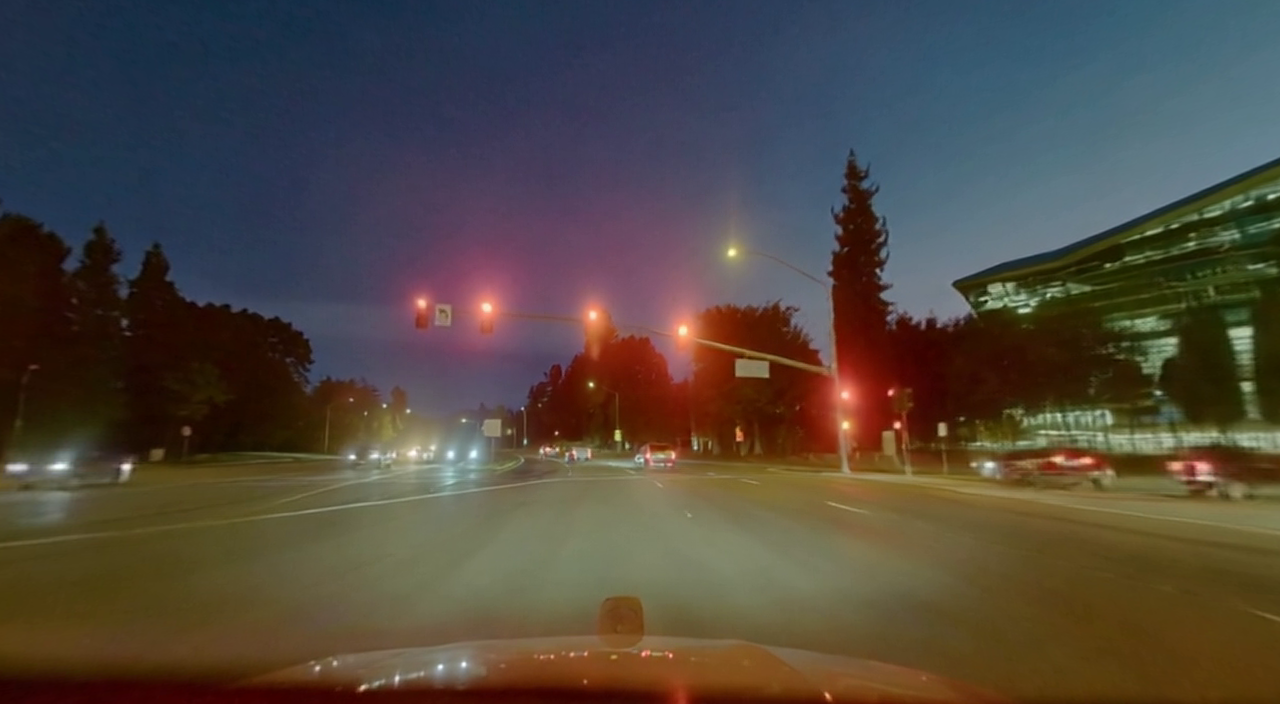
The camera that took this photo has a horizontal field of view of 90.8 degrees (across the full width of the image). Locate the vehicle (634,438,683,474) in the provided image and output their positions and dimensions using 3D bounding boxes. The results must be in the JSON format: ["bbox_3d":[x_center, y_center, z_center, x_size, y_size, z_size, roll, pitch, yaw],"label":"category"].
[{"bbox_3d":[0.907,5.441,33.245,2.024,1.724,3.928,1,-9,-7],"label":"vehicle"}]

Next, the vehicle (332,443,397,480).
[{"bbox_3d":[-14.018,5.546,32.437,1.989,1.619,4.612,1,-7,-10],"label":"vehicle"}]

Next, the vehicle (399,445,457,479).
[{"bbox_3d":[-11.130,5.766,33.480,1.961,1.492,4.479,0,-7,-6],"label":"vehicle"}]

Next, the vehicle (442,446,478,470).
[{"bbox_3d":[-11.998,7.071,42.326,1.722,1.519,3.826,1,-9,-8],"label":"vehicle"}]

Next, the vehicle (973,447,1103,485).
[{"bbox_3d":[16.262,4.622,25.857,4.490,1.430,1.996,3,-9,-19],"label":"vehicle"}]

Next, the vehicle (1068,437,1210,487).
[{"bbox_3d":[17.456,3.813,22.136,4.154,1.603,1.834,3,-9,-19],"label":"vehicle"}]

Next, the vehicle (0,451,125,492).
[{"bbox_3d":[-25.195,5.103,27.386,2.020,1.515,4.808,1,-8,-6],"label":"vehicle"}]
